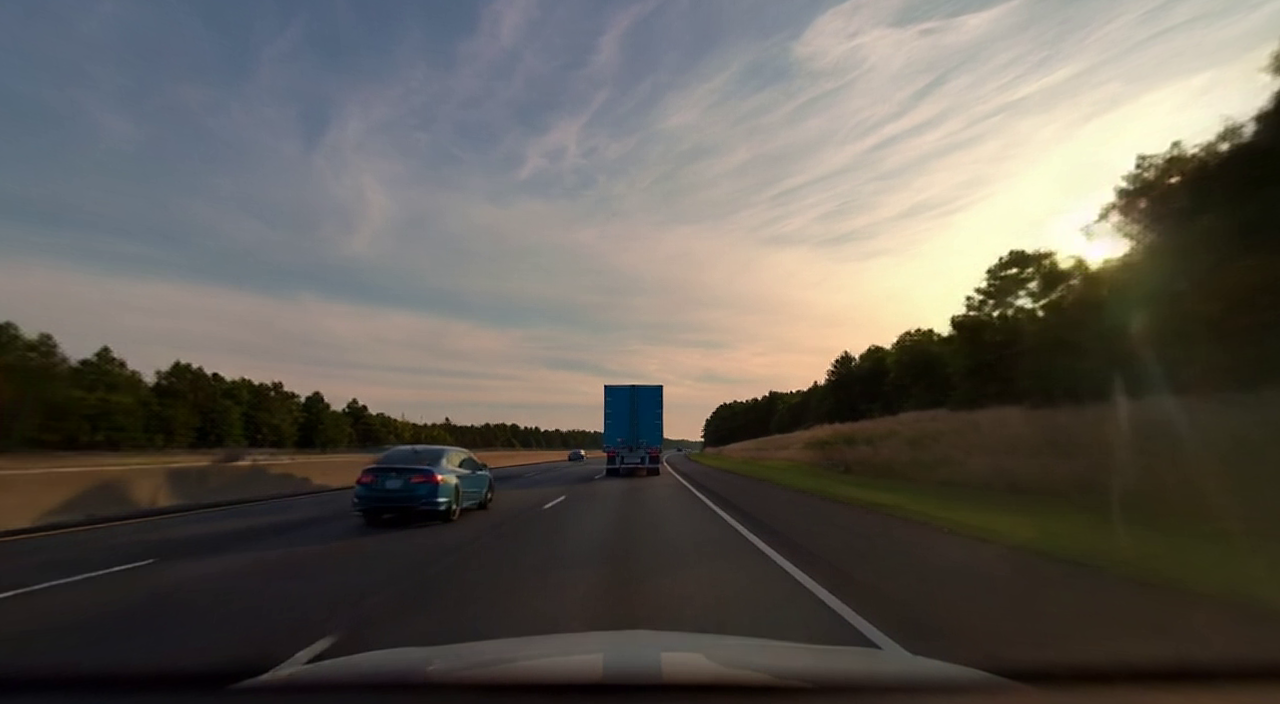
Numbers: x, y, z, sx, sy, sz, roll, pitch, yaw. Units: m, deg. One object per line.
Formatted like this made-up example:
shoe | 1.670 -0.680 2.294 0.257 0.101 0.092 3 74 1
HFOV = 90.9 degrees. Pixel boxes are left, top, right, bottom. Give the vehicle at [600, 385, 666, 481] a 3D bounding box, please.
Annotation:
vehicle | -0.160 4.591 34.667 2.851 4.098 14.436 -1 -9 1

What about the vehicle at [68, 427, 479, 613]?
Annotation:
vehicle | -3.506 1.688 7.320 2.092 1.465 4.448 0 -9 0
